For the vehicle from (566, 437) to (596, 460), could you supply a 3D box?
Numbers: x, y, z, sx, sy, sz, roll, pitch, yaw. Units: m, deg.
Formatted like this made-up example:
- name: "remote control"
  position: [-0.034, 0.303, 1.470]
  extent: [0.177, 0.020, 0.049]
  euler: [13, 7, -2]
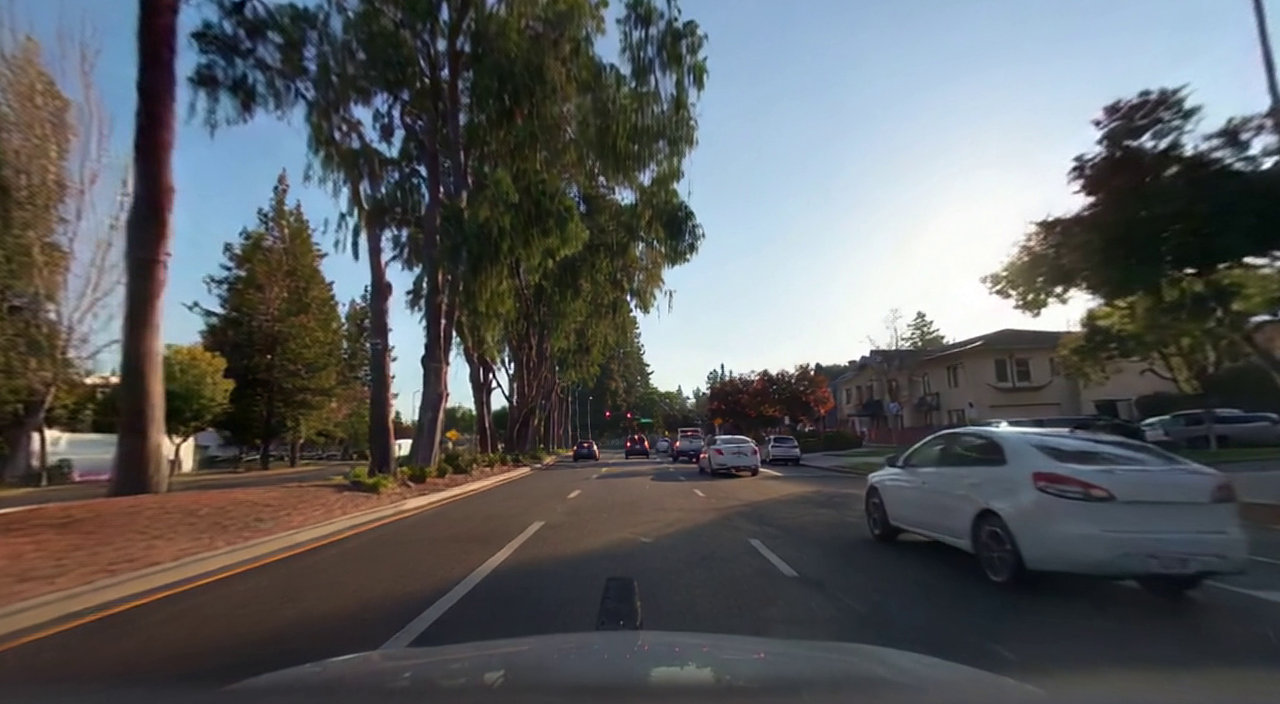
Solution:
- name: "vehicle"
  position: [-4.555, 7.528, 49.546]
  extent: [2.083, 1.691, 4.398]
  euler: [1, -8, -3]

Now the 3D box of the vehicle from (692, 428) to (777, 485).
- name: "vehicle"
  position: [3.045, 3.516, 21.525]
  extent: [2.041, 1.688, 4.717]
  euler: [0, -8, -2]

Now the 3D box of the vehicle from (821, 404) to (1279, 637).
- name: "vehicle"
  position: [3.766, 1.466, 6.671]
  extent: [2.165, 1.513, 4.911]
  euler: [0, -8, -1]

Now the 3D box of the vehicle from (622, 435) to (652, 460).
- name: "vehicle"
  position: [-0.233, 6.843, 45.430]
  extent: [2.052, 1.693, 4.554]
  euler: [0, -8, 0]

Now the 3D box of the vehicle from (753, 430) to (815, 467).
- name: "vehicle"
  position: [7.744, 5.198, 34.444]
  extent: [2.014, 1.767, 4.910]
  euler: [2, -6, -4]
